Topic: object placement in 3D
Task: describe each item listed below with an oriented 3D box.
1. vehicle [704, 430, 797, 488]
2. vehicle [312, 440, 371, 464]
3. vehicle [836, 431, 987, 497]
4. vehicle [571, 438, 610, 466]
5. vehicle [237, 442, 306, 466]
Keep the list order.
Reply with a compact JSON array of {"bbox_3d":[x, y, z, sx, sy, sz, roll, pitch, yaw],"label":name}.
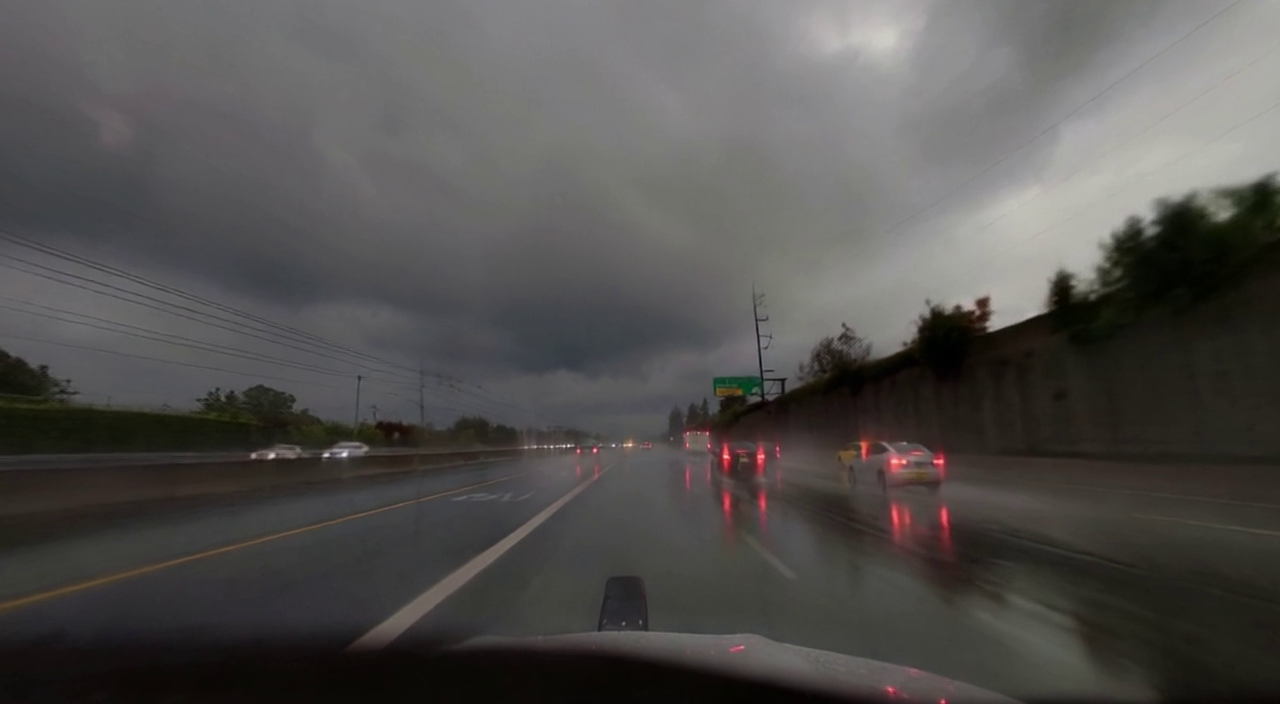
[{"bbox_3d":[3.387,3.387,20.323,2.146,1.639,4.475,0,-8,-1],"label":"vehicle"},{"bbox_3d":[-22.010,7.393,46.757,2.003,1.646,4.699,-1,-8,1],"label":"vehicle"},{"bbox_3d":[7.193,3.015,17.424,1.988,1.518,4.856,0,-8,0],"label":"vehicle"},{"bbox_3d":[-3.230,6.642,42.067,2.106,1.682,4.395,-1,-8,2],"label":"vehicle"},{"bbox_3d":[-26.727,7.419,45.917,2.001,1.615,4.744,-1,-8,2],"label":"vehicle"}]
